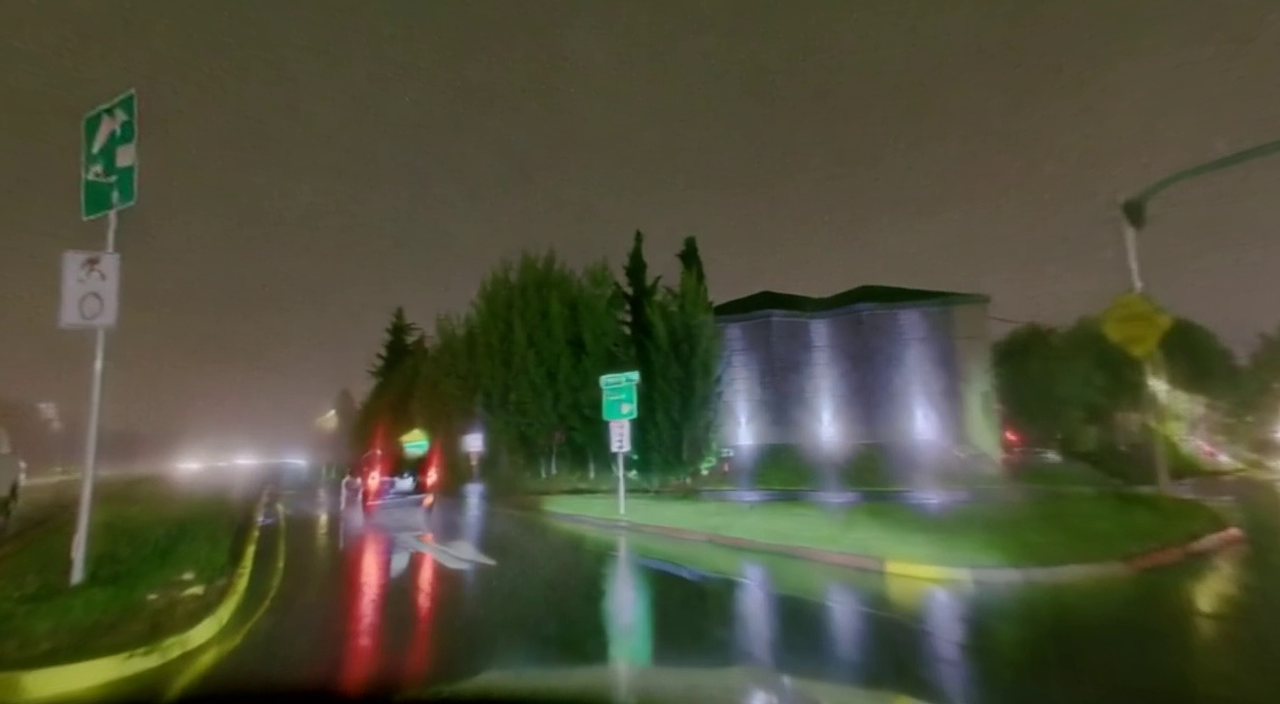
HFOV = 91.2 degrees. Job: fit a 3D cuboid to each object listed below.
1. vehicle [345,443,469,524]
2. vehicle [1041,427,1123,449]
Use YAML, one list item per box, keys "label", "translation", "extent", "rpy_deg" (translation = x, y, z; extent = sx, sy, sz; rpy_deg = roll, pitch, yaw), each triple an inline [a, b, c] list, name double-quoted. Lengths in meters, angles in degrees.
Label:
- label: "vehicle"
  translation: [-5.350, 2.850, 14.098]
  extent: [2.014, 1.525, 3.670]
  rpy_deg: [4, -10, -29]
- label: "vehicle"
  translation: [32.667, 6.420, 46.470]
  extent: [1.803, 1.526, 4.529]
  rpy_deg: [4, -10, -30]
